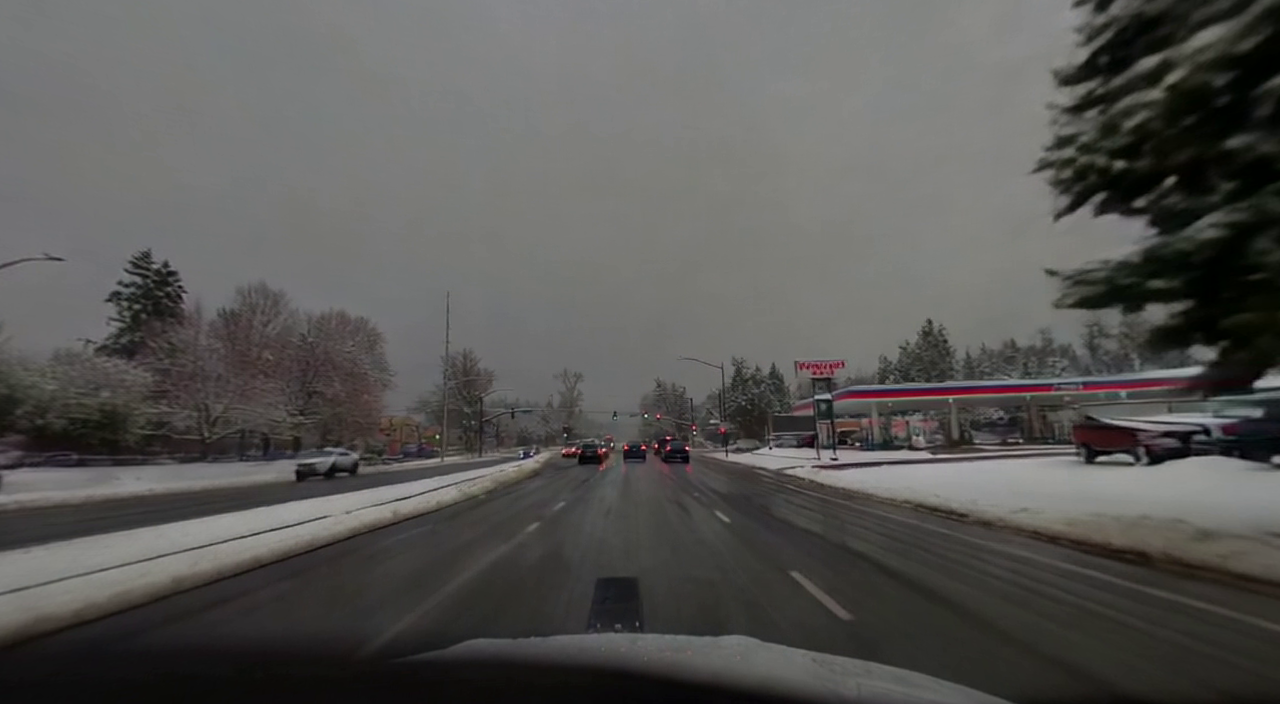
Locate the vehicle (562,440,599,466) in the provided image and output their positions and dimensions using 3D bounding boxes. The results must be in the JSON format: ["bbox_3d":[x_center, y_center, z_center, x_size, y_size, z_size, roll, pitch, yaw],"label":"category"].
[{"bbox_3d":[-3.994,6.832,43.082,2.040,1.661,4.573,0,-8,0],"label":"vehicle"}]

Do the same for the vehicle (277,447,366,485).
[{"bbox_3d":[-14.808,5.303,29.673,1.939,1.594,4.284,-1,-8,0],"label":"vehicle"}]
